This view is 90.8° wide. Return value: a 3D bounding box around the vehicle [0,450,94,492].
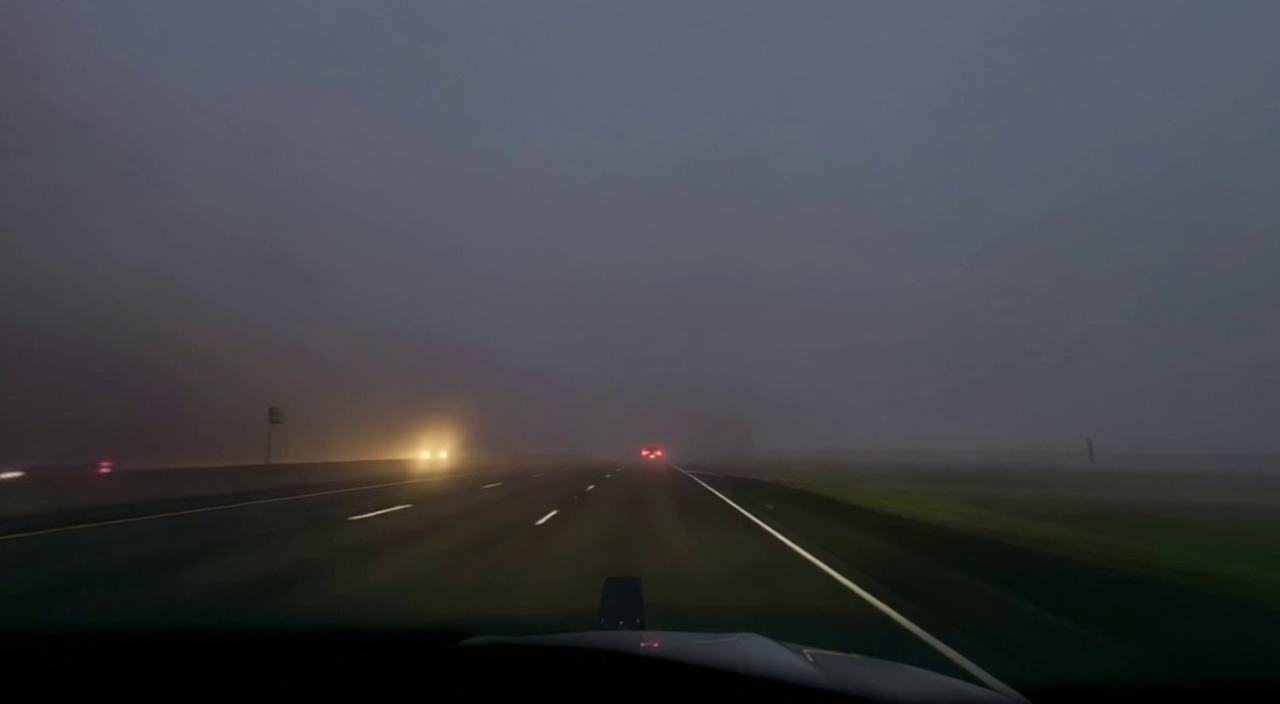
[{"bbox_3d":[-24.132,4.546,24.317,2.148,1.493,4.415,0,-9,1],"label":"vehicle"}]
